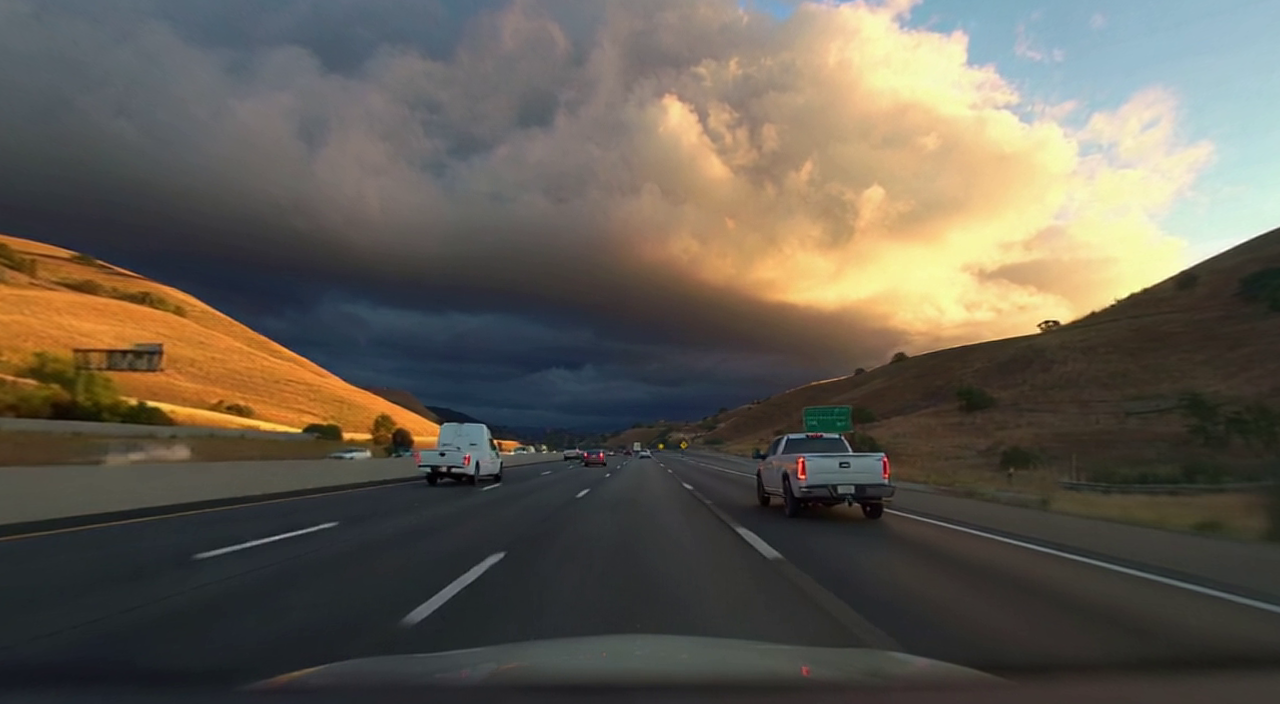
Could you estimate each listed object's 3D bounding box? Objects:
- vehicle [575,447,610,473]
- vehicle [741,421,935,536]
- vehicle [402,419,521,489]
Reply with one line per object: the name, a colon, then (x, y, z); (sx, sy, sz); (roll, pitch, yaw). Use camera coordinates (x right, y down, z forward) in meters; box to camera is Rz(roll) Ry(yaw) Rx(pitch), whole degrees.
vehicle: (-3.114, 7.196, 42.214); (2.009, 1.593, 4.378); (0, -9, 0)
vehicle: (3.494, 2.356, 12.296); (2.231, 1.789, 4.700); (0, -9, 0)
vehicle: (-7.097, 4.216, 26.232); (2.937, 2.509, 7.090); (0, -9, -1)
